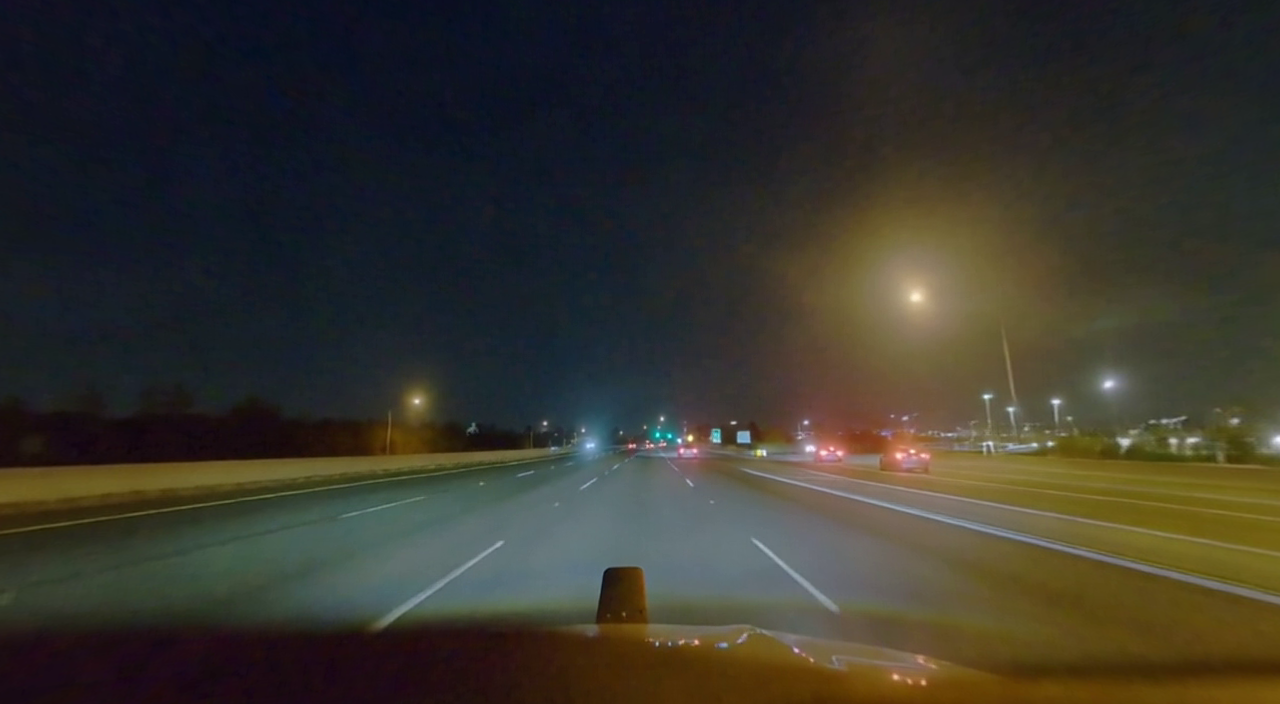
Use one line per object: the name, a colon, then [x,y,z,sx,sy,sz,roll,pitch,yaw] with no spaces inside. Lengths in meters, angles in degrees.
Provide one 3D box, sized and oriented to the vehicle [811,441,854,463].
vehicle: [15.070,7.823,49.577,2.039,1.658,4.457,0,-8,2]
